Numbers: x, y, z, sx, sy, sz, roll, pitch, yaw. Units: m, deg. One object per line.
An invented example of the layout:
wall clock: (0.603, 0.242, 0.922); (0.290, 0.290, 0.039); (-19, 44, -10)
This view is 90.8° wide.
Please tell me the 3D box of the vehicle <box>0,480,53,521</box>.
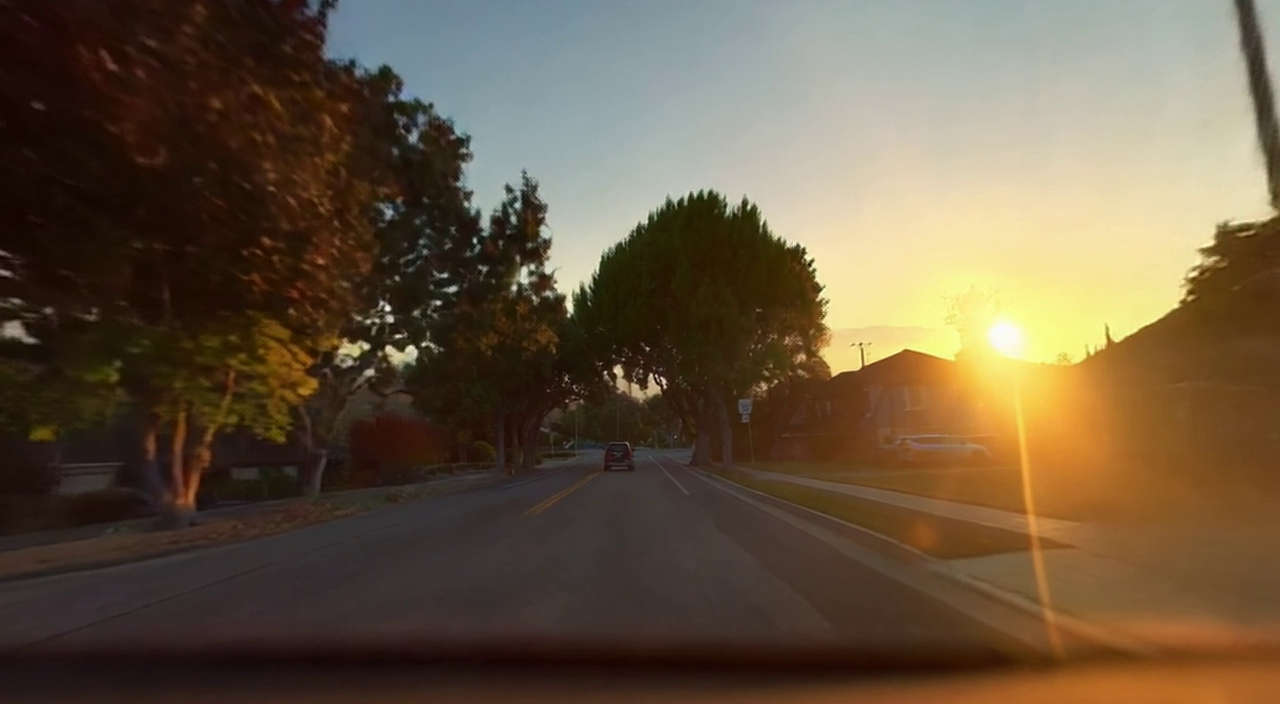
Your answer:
vehicle: (-29.994, 6.935, 29.683); (1.926, 1.552, 4.355); (4, -9, -22)

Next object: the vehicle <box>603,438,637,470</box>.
vehicle: (-1.334, 6.974, 43.384); (2.210, 2.023, 4.663); (0, -9, -1)

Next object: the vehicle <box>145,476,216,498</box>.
vehicle: (-31.005, 9.126, 42.693); (3.502, 1.310, 1.729); (-1, -8, 5)

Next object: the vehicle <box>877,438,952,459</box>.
vehicle: (14.486, 5.144, 33.627); (1.987, 1.039, 4.499); (0, -9, 0)
